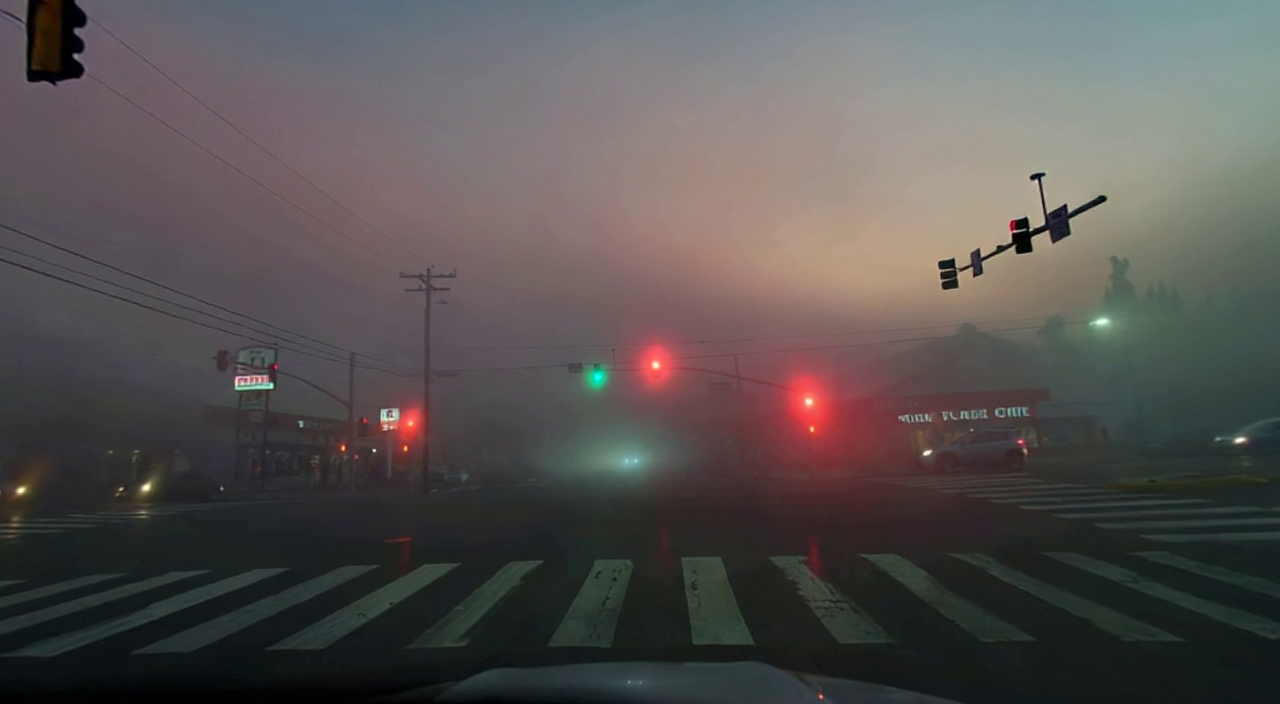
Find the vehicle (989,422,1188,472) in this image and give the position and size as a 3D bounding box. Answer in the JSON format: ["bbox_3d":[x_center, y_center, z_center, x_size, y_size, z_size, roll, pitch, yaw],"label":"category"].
[{"bbox_3d":[14.360,3.098,20.620,4.835,1.487,1.913,-3,-9,20],"label":"vehicle"}]

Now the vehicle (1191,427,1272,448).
[{"bbox_3d":[42.053,6.067,44.904,4.347,1.446,1.777,1,-9,-9],"label":"vehicle"}]

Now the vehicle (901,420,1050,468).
[{"bbox_3d":[13.030,3.652,24.944,4.916,1.730,1.986,-4,-9,21],"label":"vehicle"}]

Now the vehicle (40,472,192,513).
[{"bbox_3d":[-21.180,5.673,25.660,4.676,1.463,1.909,-1,-8,6],"label":"vehicle"}]
